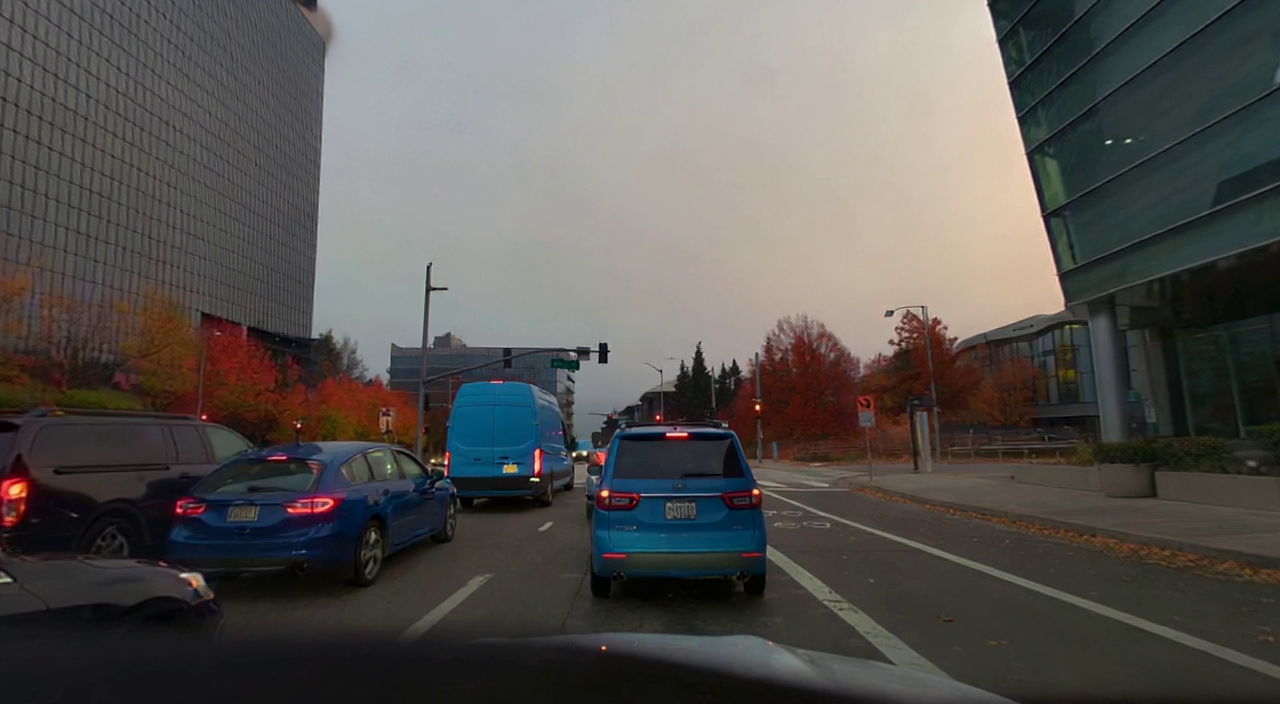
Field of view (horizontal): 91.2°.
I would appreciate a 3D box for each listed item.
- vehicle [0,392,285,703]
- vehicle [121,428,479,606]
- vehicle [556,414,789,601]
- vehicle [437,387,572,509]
[{"bbox_3d":[-2.908,0.820,1.517,1.893,1.491,3.798,0,-9,-1],"label":"vehicle"},{"bbox_3d":[-3.481,1.756,7.566,1.955,1.499,4.223,0,-9,0],"label":"vehicle"},{"bbox_3d":[0.195,1.606,7.224,1.979,1.562,3.630,0,-9,-3],"label":"vehicle"},{"bbox_3d":[-3.265,2.529,16.612,2.343,2.635,5.684,0,-9,0],"label":"vehicle"}]
